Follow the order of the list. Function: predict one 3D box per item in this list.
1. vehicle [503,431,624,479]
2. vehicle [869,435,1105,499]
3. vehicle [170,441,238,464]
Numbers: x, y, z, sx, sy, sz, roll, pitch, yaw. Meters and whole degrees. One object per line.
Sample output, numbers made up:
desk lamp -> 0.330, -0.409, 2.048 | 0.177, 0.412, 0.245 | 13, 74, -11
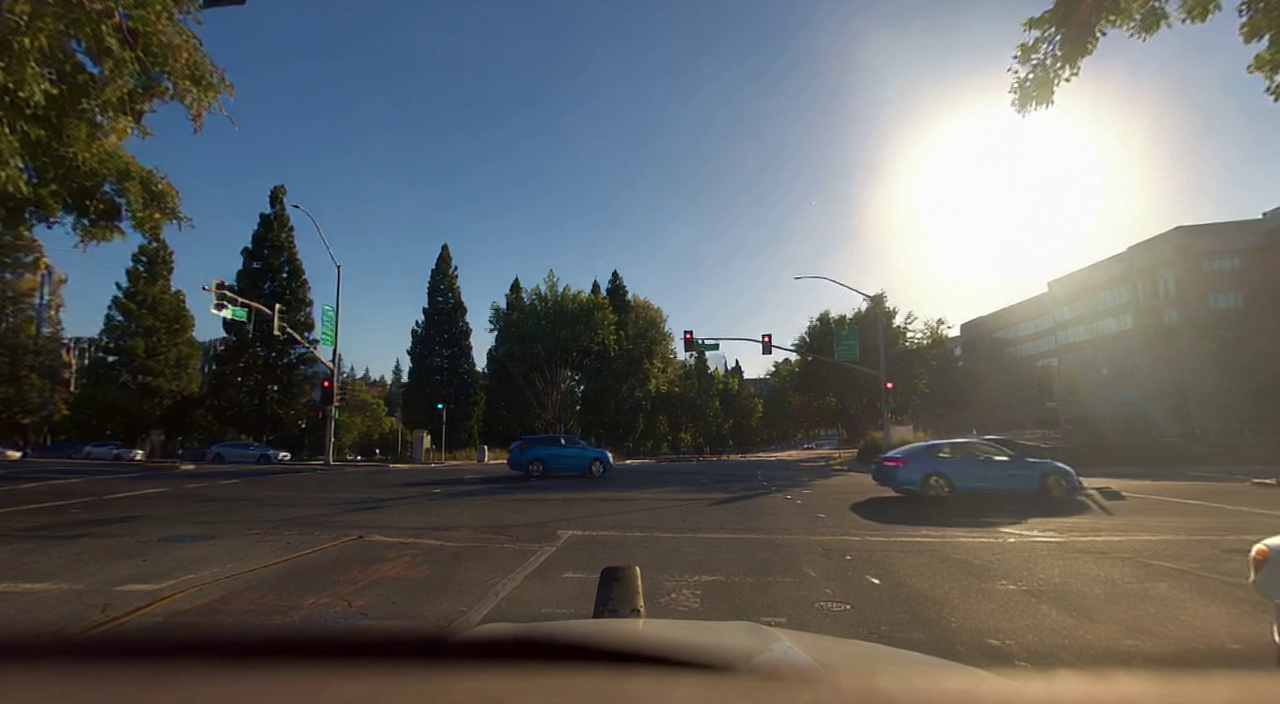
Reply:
vehicle -> -3.015, 4.057, 25.011 | 4.346, 1.753, 1.994 | 5, -10, -31
vehicle -> 8.923, 2.989, 16.506 | 5.000, 1.559, 1.960 | 0, -8, 0
vehicle -> -29.105, 6.696, 42.033 | 1.696, 1.431, 3.686 | -1, -8, 3
